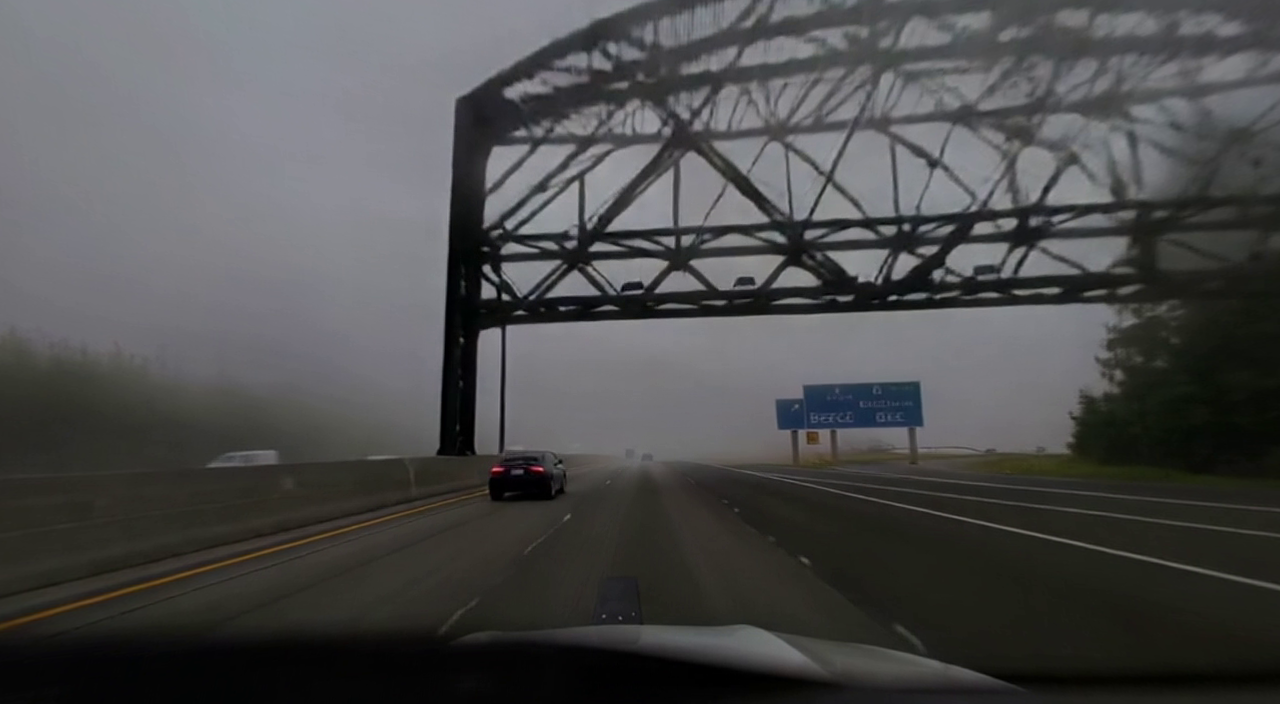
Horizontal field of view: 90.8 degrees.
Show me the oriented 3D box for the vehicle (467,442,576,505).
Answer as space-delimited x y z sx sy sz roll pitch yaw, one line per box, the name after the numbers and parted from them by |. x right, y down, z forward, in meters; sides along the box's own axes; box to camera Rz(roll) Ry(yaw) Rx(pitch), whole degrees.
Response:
-3.193 3.389 18.010 2.180 1.537 4.459 0 -9 1 | vehicle

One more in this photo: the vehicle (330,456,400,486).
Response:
-14.686 6.330 33.927 1.865 1.463 4.048 0 -9 1 | vehicle

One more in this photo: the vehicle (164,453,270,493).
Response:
-22.319 6.386 33.627 2.063 1.909 5.073 0 -9 1 | vehicle
